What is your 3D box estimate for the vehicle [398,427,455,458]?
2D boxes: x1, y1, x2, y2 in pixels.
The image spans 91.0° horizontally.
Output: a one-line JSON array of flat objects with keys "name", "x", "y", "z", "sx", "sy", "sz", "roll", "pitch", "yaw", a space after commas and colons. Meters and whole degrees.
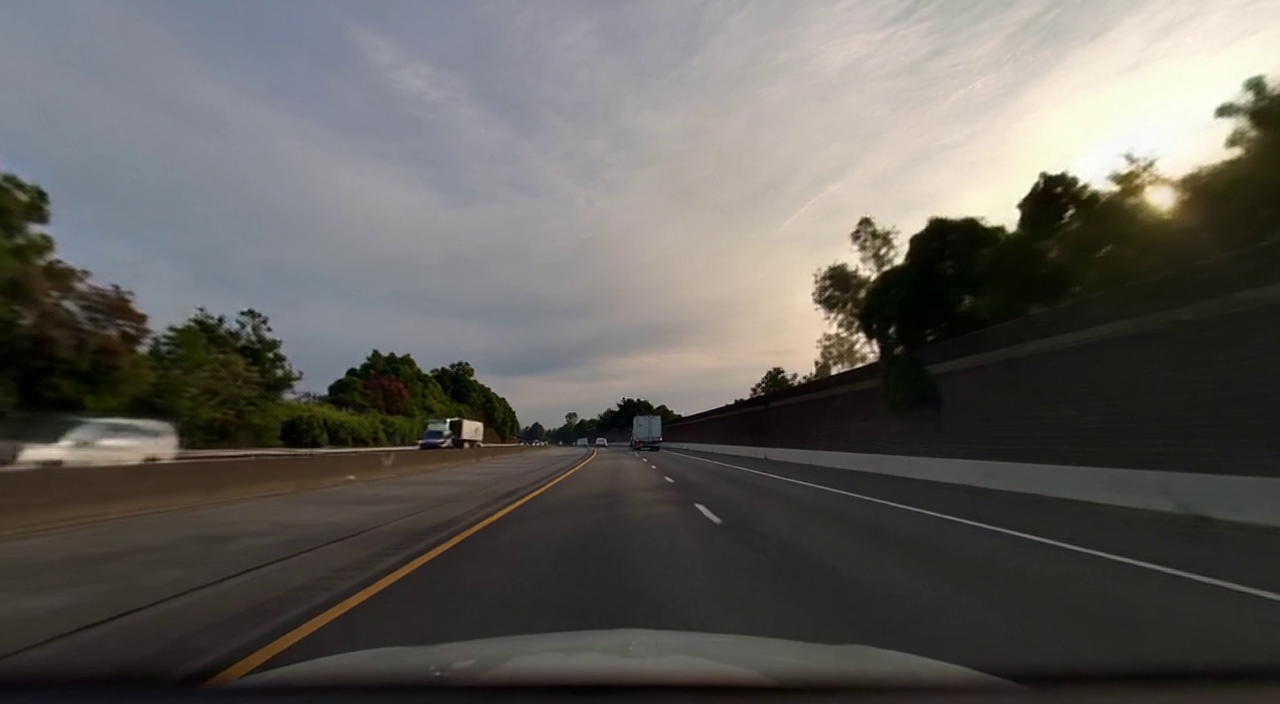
[{"name": "vehicle", "x": -14.091, "y": 6.018, "z": 41.806, "sx": 2.281, "sy": 1.942, "sz": 4.778, "roll": 0, "pitch": -8, "yaw": -3}]

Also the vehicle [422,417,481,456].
[{"name": "vehicle", "x": -14.472, "y": 6.562, "z": 48.863, "sx": 2.675, "sy": 2.788, "sz": 6.642, "roll": 0, "pitch": -8, "yaw": -1}]

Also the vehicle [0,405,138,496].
[{"name": "vehicle", "x": -12.889, "y": 1.986, "z": 12.722, "sx": 1.927, "sy": 1.660, "sz": 4.333, "roll": 0, "pitch": -8, "yaw": -1}]
